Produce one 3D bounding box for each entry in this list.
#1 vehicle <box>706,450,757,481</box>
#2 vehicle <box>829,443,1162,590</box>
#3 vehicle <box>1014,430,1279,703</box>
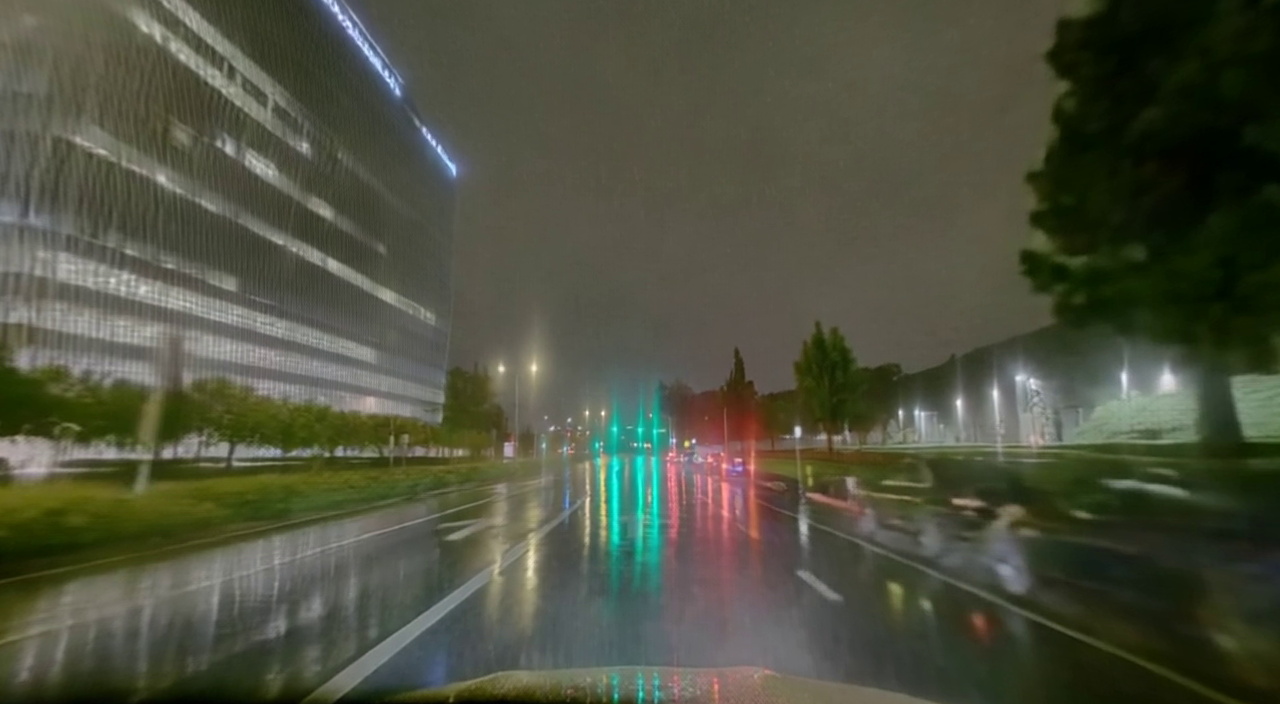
[{"bbox_3d":[4.546,5.691,31.974,1.872,1.420,4.201,0,-8,-1],"label":"vehicle"},{"bbox_3d":[4.385,2.036,8.831,1.989,1.500,4.412,0,-8,-2],"label":"vehicle"},{"bbox_3d":[4.409,1.204,3.566,1.909,1.503,4.368,0,-8,0],"label":"vehicle"}]
